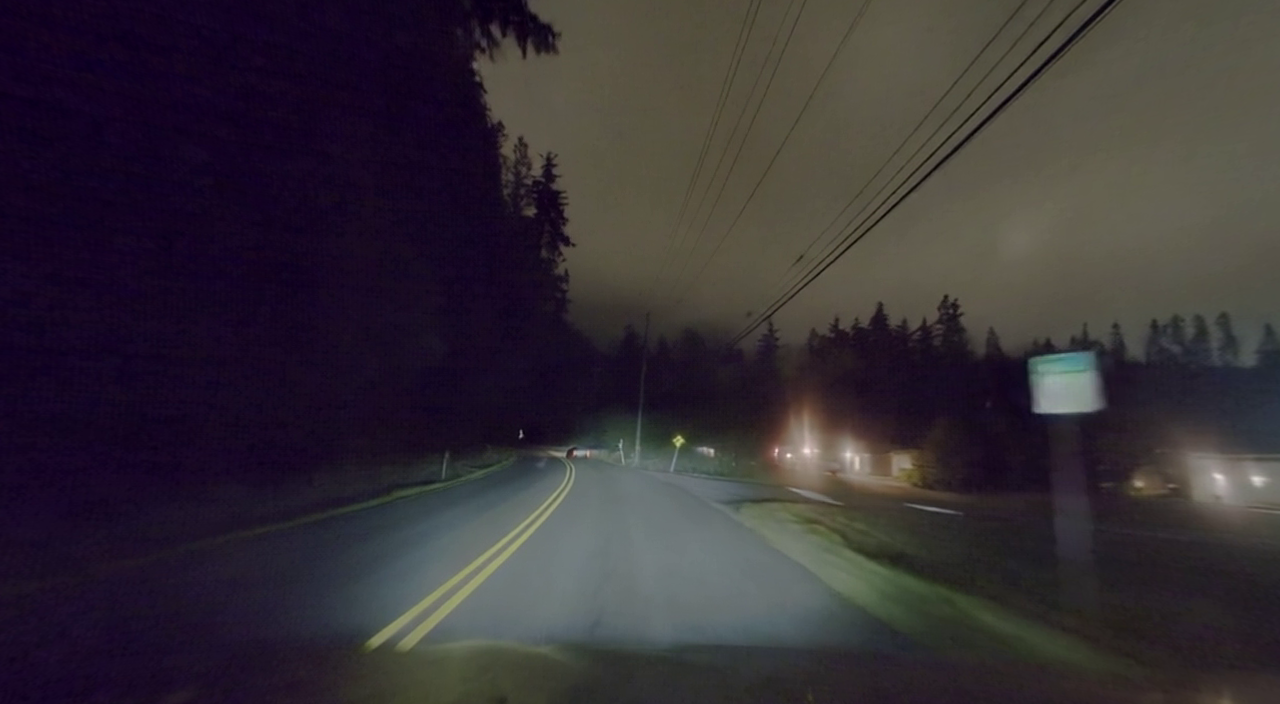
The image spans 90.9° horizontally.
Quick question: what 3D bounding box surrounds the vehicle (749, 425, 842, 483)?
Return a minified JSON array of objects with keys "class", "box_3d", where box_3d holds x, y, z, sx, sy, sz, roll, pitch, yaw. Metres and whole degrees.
[{"class":"vehicle","box_3d":[11.010,7.216,44.719,5.297,3.064,2.935,11,-6,-17]}]
